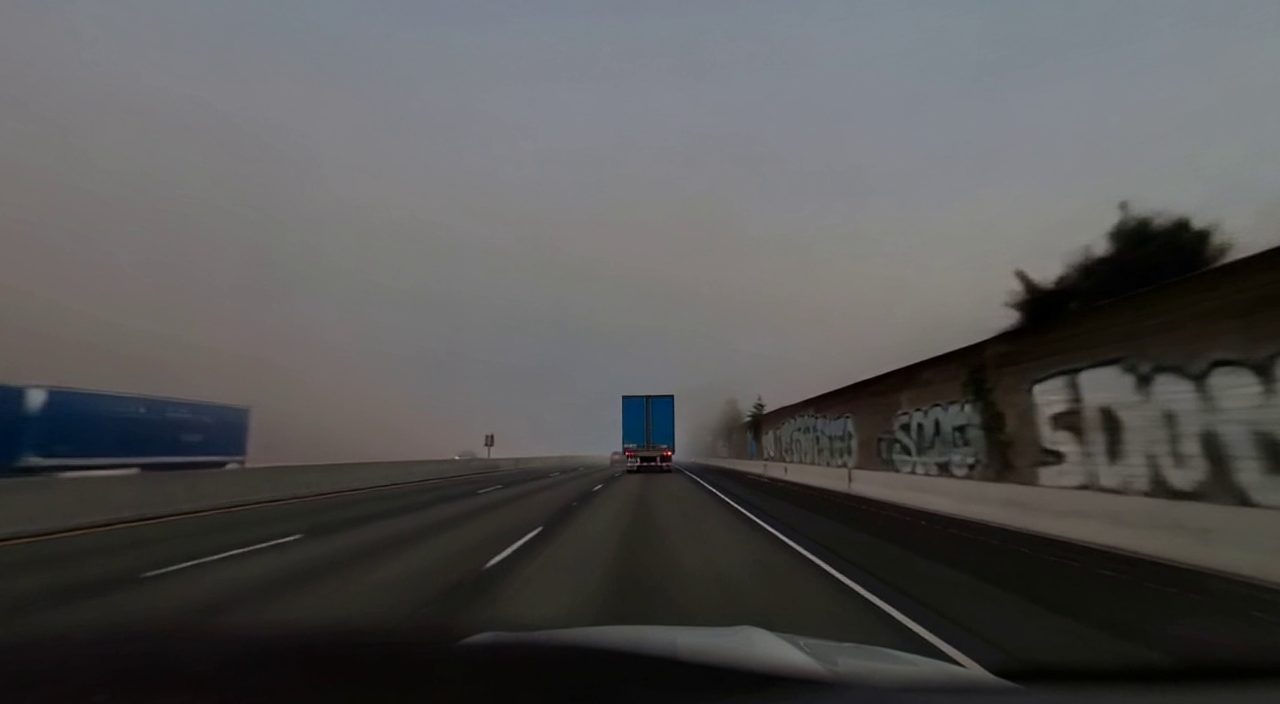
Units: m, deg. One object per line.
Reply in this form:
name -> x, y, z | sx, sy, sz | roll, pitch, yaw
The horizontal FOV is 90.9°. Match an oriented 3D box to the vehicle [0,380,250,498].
vehicle -> -24.057, 3.949, 27.865 | 2.997, 4.110, 16.358 | 0, -9, 1

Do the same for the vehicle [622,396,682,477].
vehicle -> 0.612, 5.118, 37.295 | 2.997, 4.069, 10.871 | 0, -9, 0
